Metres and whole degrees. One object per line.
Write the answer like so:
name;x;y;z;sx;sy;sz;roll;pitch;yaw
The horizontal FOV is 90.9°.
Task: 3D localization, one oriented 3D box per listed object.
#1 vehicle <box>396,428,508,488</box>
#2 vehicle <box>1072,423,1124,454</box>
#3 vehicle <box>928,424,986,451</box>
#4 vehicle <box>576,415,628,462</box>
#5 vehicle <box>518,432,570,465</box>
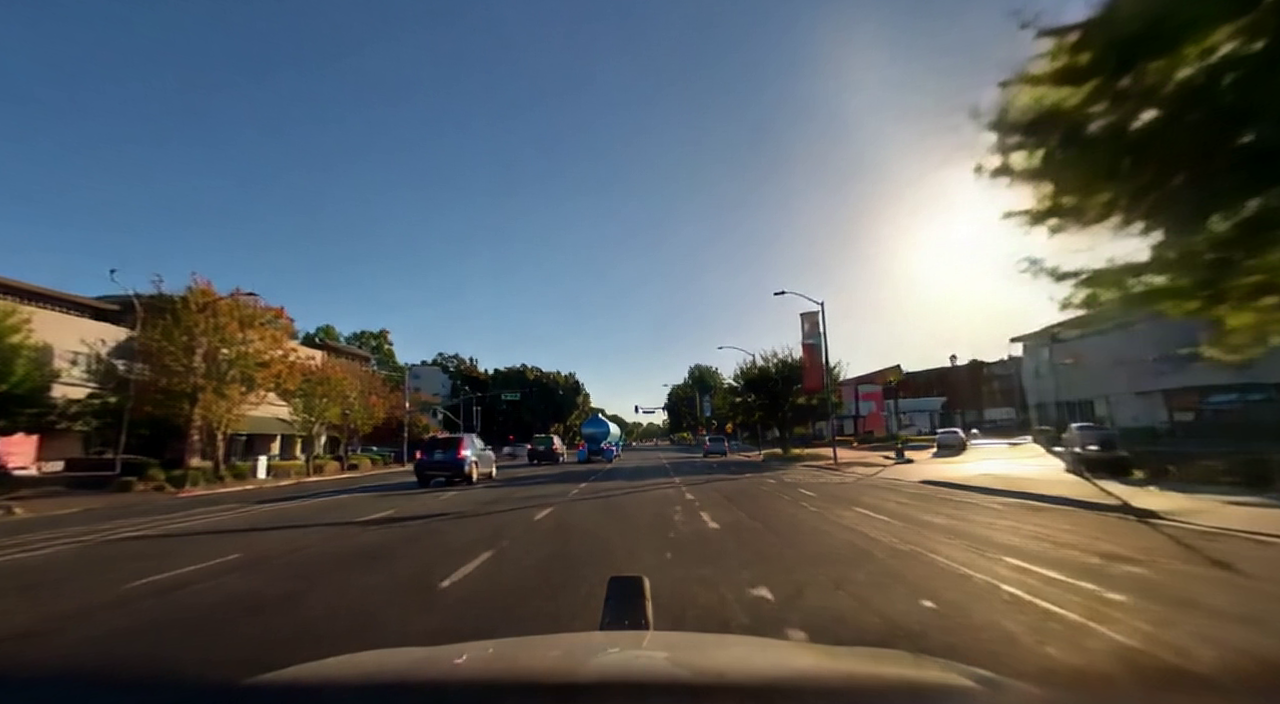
vehicle;-6.101;3.496;21.137;2.179;1.750;4.621;0;-8;2
vehicle;23.659;4.441;32.547;1.924;1.467;4.572;-7;-10;36
vehicle;23.940;6.447;47.439;2.380;1.890;5.620;-7;-11;42
vehicle;-2.579;6.624;47.931;2.841;3.004;14.901;0;-8;1
vehicle;-6.063;6.179;40.551;2.375;1.989;5.497;0;-8;1
